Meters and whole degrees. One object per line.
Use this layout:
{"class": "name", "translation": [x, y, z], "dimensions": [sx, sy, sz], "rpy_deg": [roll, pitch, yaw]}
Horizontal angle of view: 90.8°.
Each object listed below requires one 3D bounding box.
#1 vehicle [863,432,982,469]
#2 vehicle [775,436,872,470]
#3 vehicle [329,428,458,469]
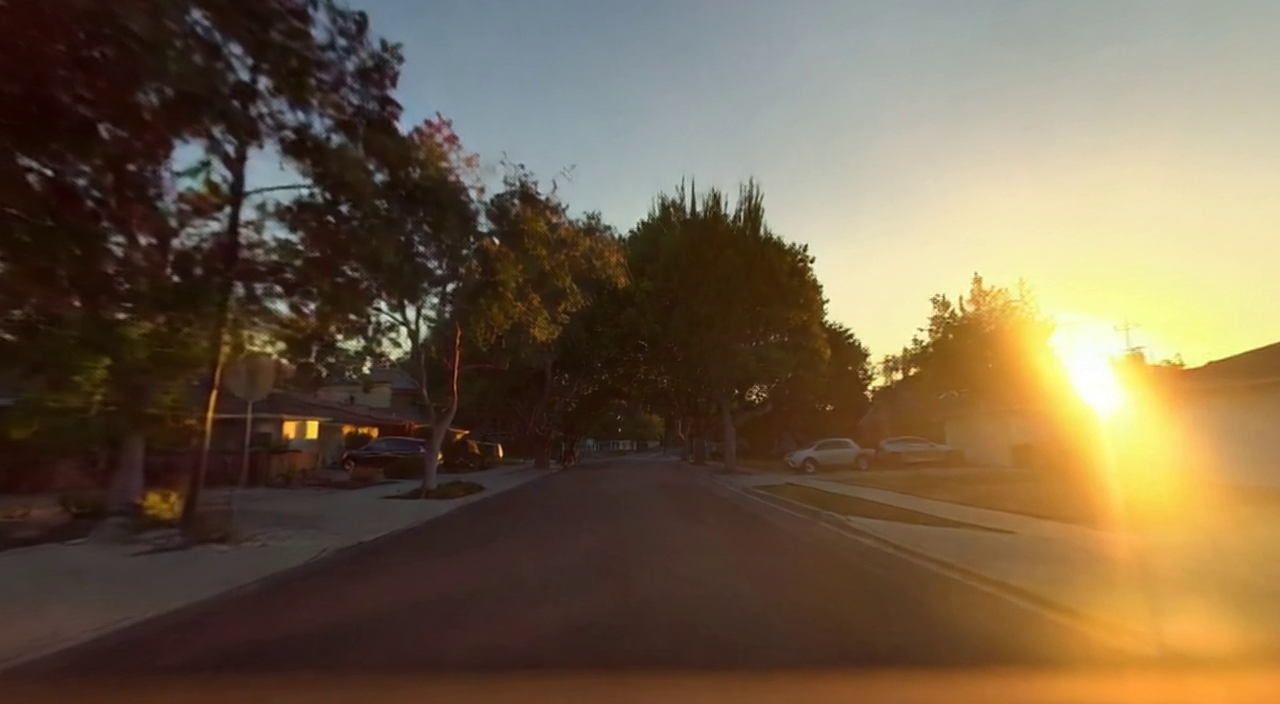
{"class": "vehicle", "translation": [15.265, 5.326, 34.338], "dimensions": [5.395, 1.917, 2.153], "rpy_deg": [0, -9, -2]}
{"class": "vehicle", "translation": [9.791, 5.413, 33.923], "dimensions": [4.582, 1.719, 1.947], "rpy_deg": [0, -8, -1]}
{"class": "vehicle", "translation": [-12.501, 4.929, 32.374], "dimensions": [5.618, 1.997, 2.201], "rpy_deg": [0, -9, -1]}
